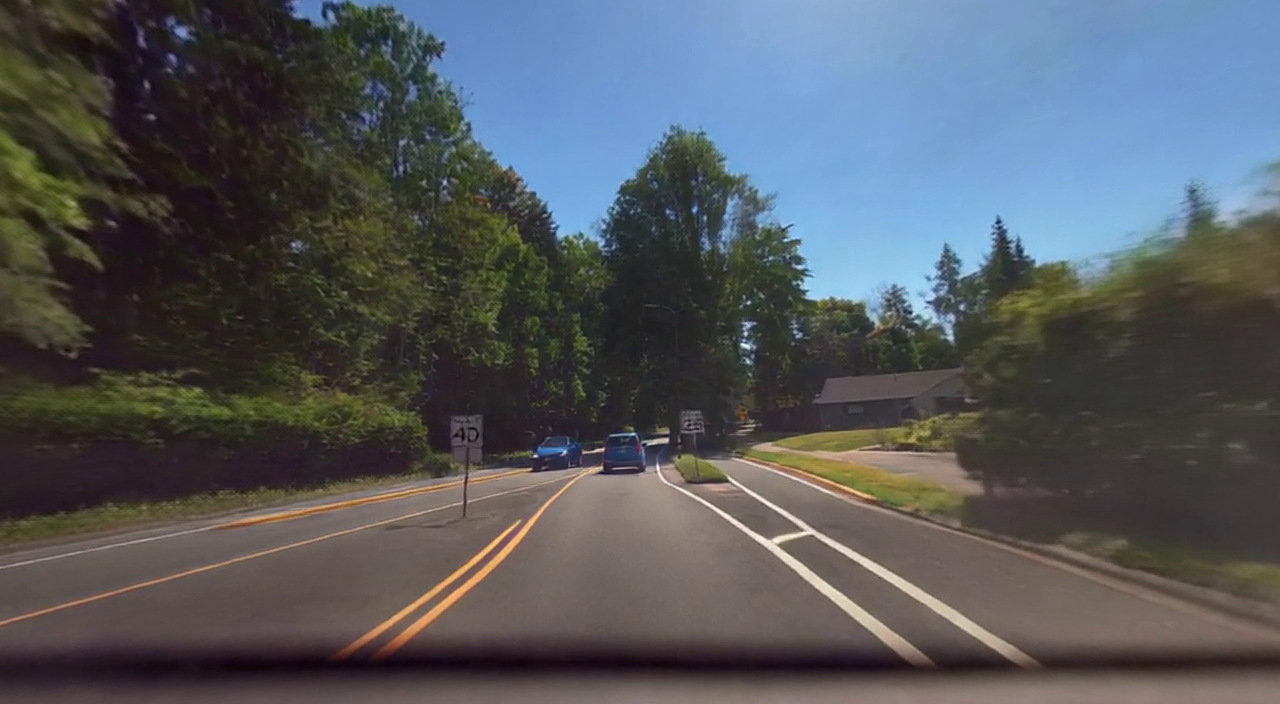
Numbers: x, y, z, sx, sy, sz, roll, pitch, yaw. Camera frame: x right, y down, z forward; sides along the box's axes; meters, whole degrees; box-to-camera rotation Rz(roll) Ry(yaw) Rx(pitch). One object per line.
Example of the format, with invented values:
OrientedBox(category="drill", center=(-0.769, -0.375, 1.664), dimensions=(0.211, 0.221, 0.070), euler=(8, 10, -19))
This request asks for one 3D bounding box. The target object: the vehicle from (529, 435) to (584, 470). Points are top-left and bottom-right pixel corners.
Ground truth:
OrientedBox(category="vehicle", center=(-4.204, 5.153, 32.589), dimensions=(2.087, 1.677, 4.467), euler=(0, -9, 2))

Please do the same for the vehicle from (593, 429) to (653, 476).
OrientedBox(category="vehicle", center=(-0.590, 4.019, 25.422), dimensions=(2.216, 1.708, 4.110), euler=(0, -9, 1))
